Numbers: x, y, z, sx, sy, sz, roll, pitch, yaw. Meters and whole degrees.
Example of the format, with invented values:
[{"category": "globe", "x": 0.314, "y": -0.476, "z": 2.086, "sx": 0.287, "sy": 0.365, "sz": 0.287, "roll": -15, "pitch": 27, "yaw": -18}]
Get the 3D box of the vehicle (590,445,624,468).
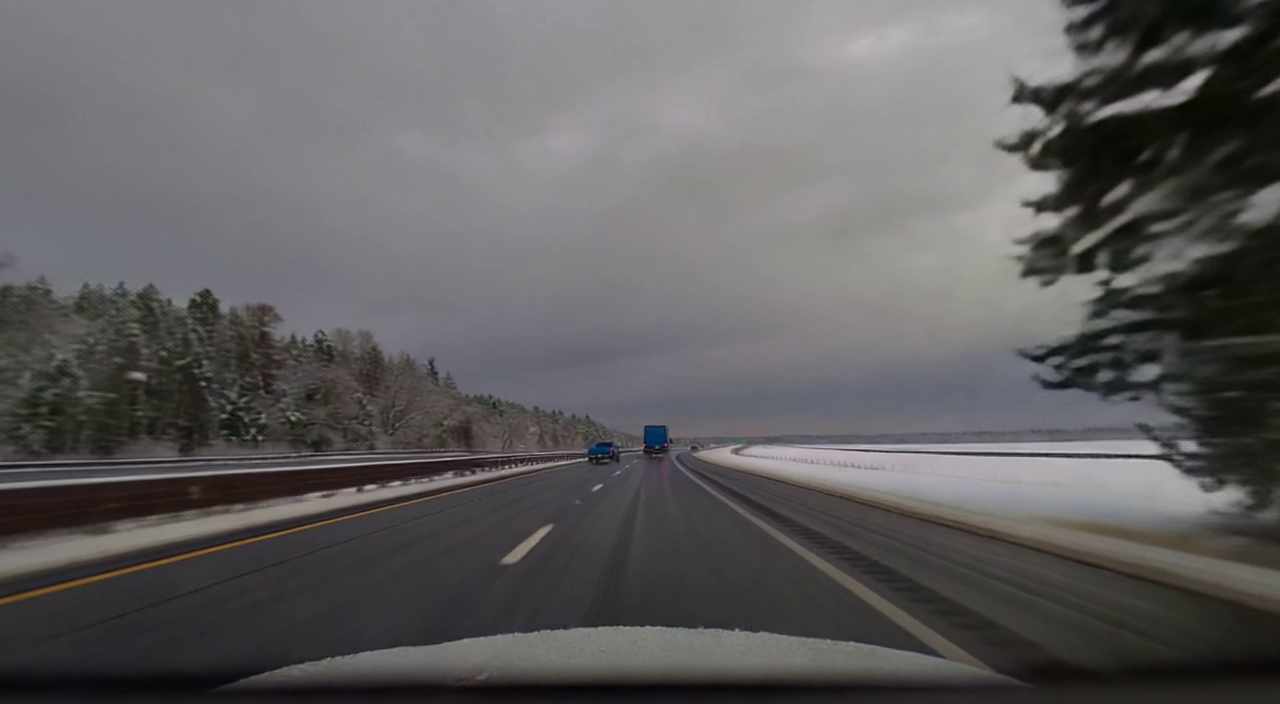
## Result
[{"category": "vehicle", "x": -2.372, "y": 7.668, "z": 46.425, "sx": 2.199, "sy": 1.555, "sz": 4.451, "roll": 0, "pitch": -9, "yaw": 1}]
